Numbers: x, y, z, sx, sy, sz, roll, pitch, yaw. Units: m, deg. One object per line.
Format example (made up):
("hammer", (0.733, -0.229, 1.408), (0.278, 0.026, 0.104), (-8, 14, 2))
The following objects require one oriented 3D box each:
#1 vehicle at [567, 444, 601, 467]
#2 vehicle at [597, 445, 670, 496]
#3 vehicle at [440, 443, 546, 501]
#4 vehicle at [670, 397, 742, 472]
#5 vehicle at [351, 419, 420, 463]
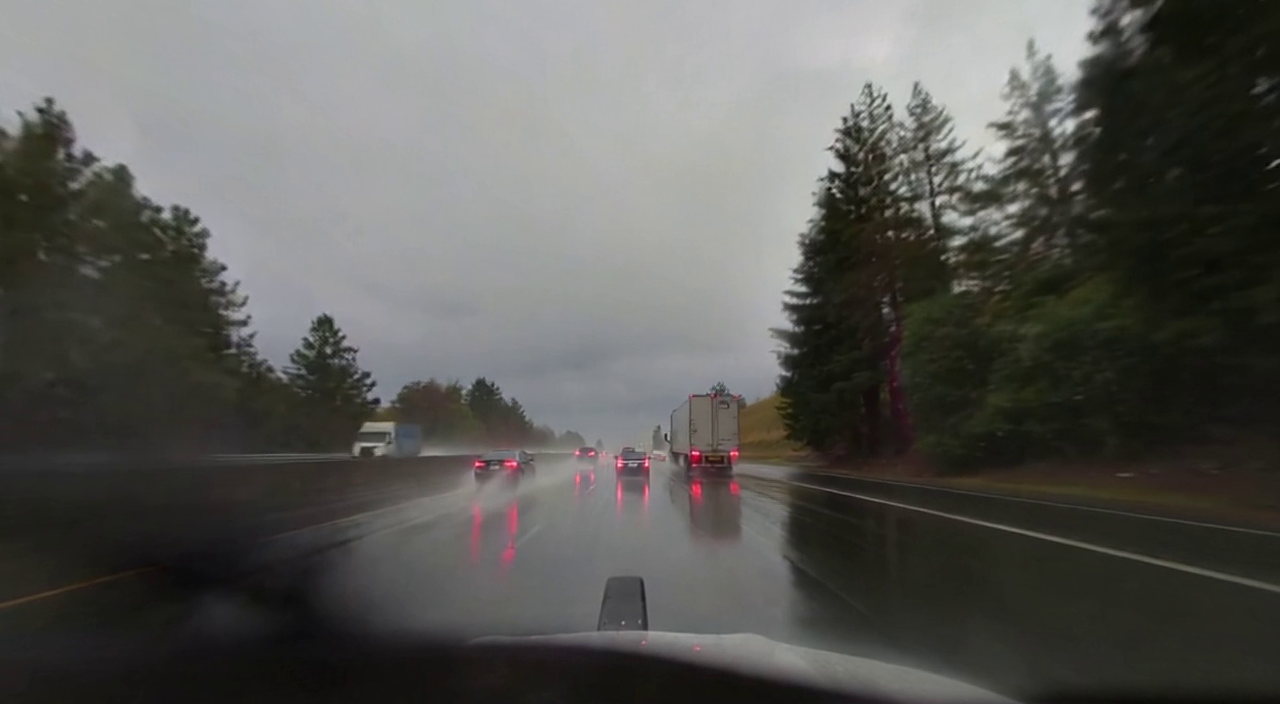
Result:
("vehicle", (-4.294, 7.984, 48.799), (2.232, 1.688, 4.844), (0, -9, -1))
("vehicle", (-0.221, 3.584, 19.448), (2.023, 1.400, 4.028), (0, -9, -1))
("vehicle", (-4.085, 3.402, 18.333), (2.017, 1.460, 4.382), (0, -9, 0))
("vehicle", (3.939, 5.624, 41.737), (2.905, 4.109, 14.332), (0, -9, -1))
("vehicle", (-16.884, 6.011, 42.219), (2.204, 2.696, 5.896), (0, -9, -1))
